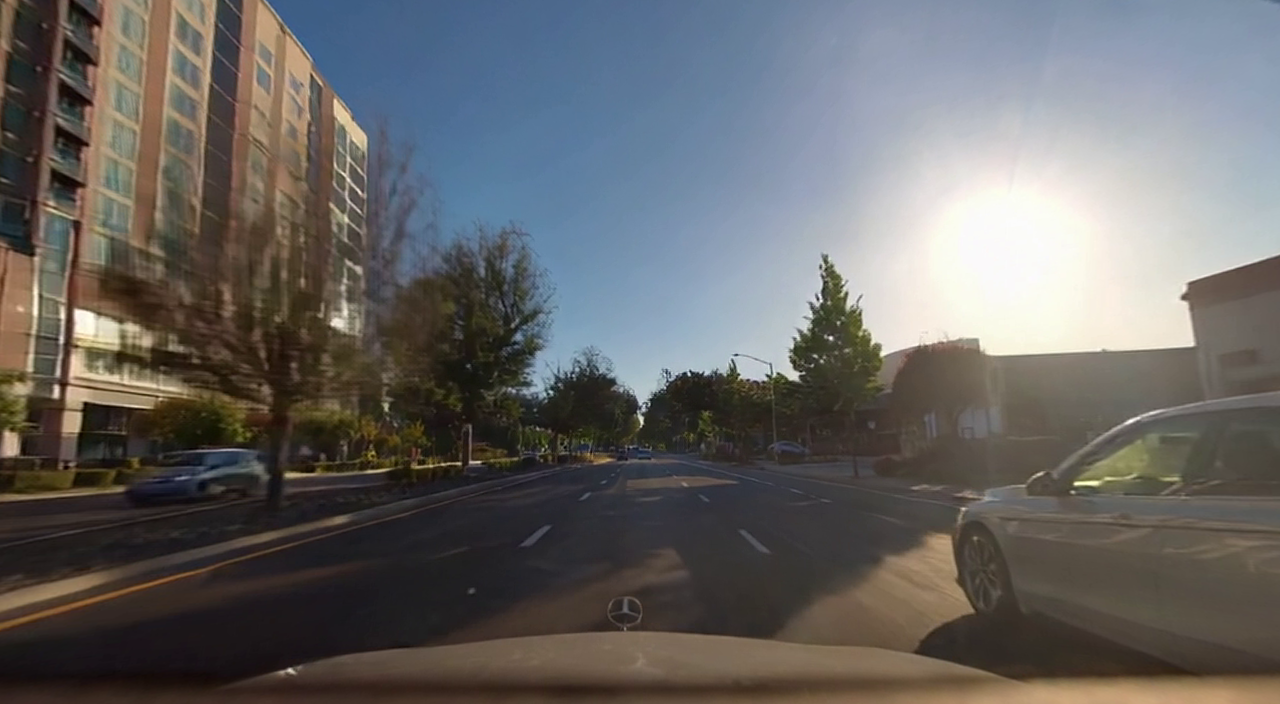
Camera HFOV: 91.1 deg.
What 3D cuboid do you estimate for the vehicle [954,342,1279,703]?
[{"bbox_3d":[3.238,0.809,2.069,2.090,1.685,4.436,0,-9,0],"label":"vehicle"}]

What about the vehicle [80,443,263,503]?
[{"bbox_3d":[-17.058,4.393,23.448,2.193,1.936,5.819,0,-9,2],"label":"vehicle"}]
